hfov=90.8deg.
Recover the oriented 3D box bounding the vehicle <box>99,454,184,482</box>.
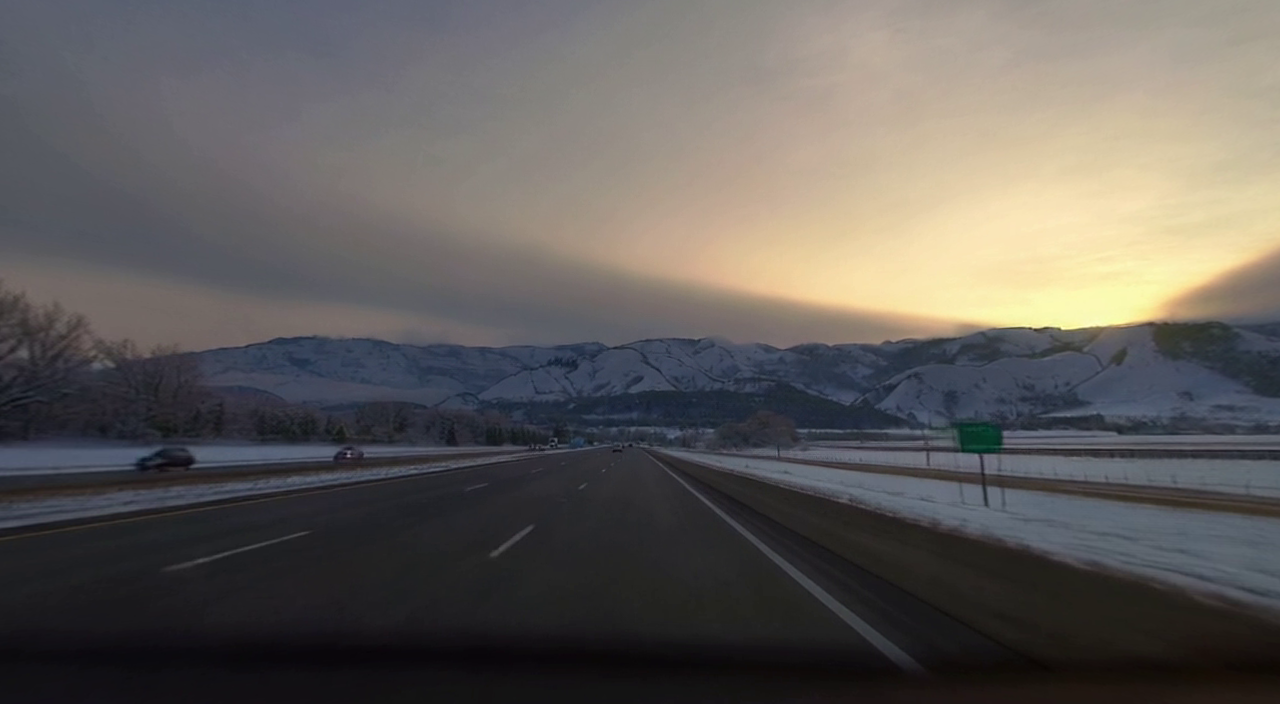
[{"bbox_3d":[-32.512,7.560,41.404,1.890,1.503,4.651,-3,-8,-1],"label":"vehicle"}]
